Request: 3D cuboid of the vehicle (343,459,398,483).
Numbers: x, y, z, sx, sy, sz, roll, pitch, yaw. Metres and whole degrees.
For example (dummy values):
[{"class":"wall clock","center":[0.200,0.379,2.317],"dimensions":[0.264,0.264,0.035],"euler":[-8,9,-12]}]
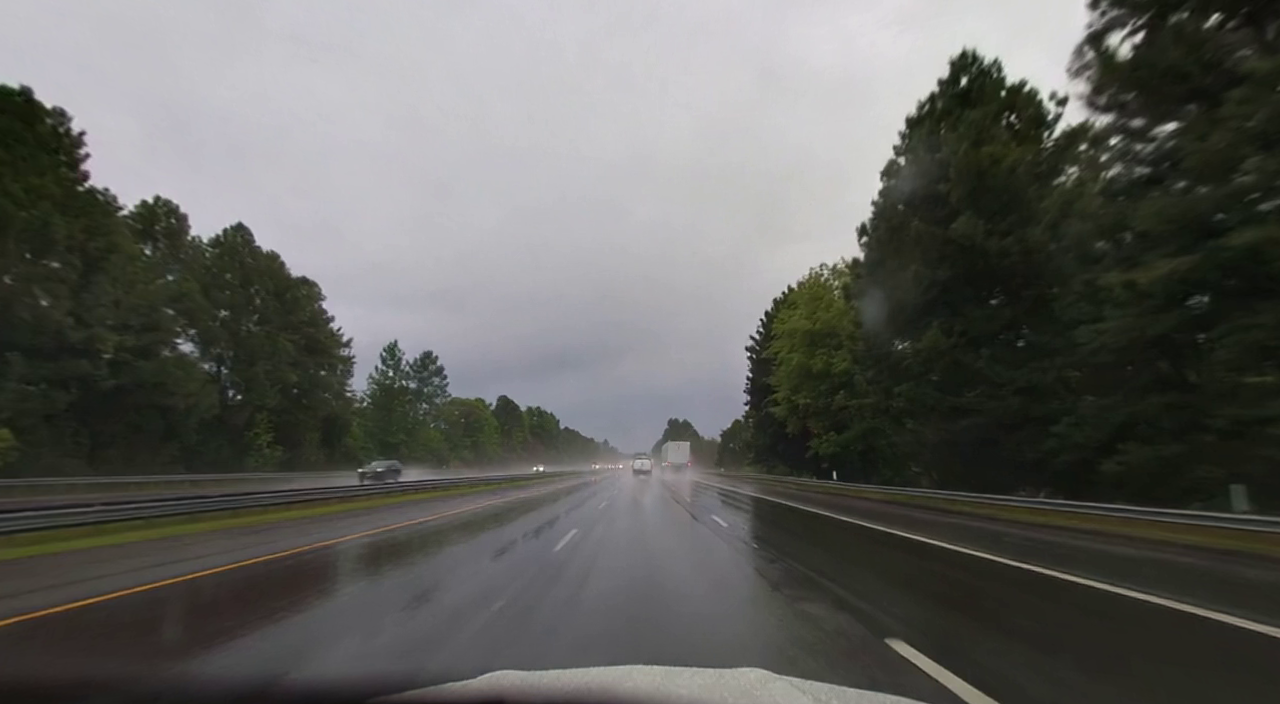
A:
[{"class":"vehicle","center":[-18.552,8.226,43.456],"dimensions":[1.785,1.513,4.361],"euler":[1,-10,1]}]
